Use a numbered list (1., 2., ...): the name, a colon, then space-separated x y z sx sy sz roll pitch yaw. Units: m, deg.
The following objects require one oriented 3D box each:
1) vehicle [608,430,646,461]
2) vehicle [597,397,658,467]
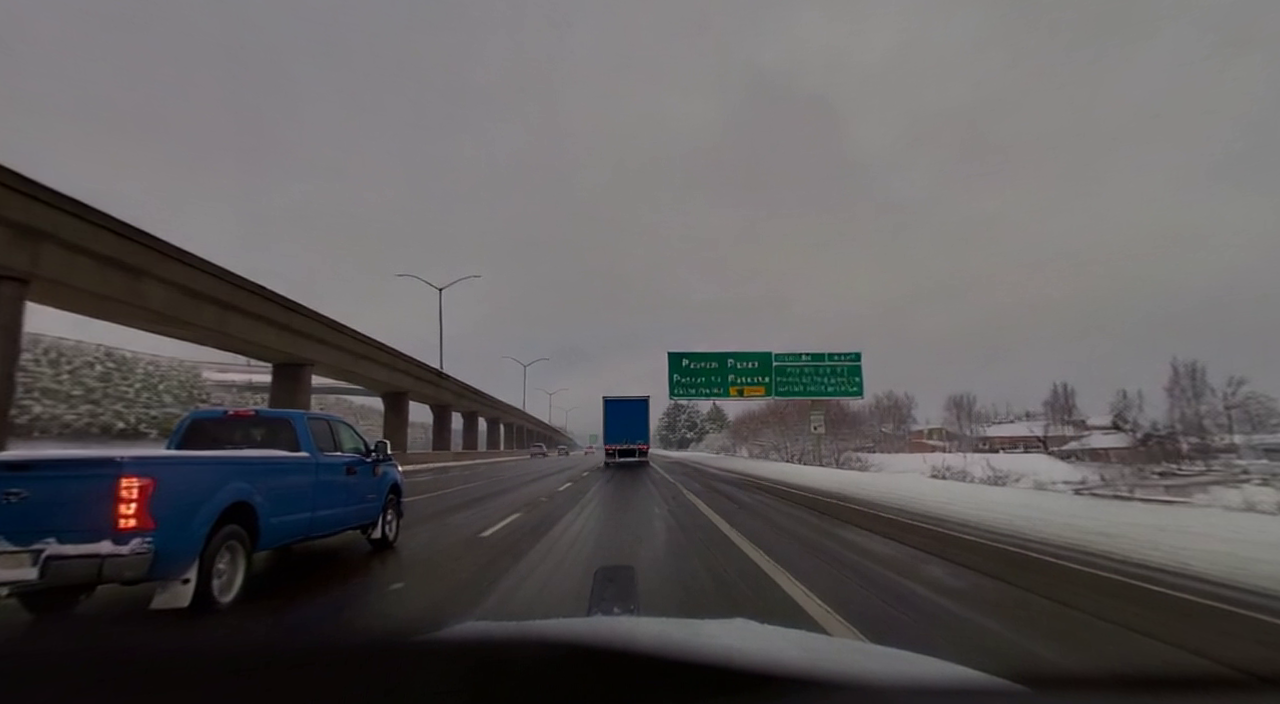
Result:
1. vehicle: -0.731 5.385 36.520 2.052 1.666 4.358 0 -8 -1
2. vehicle: -0.620 5.126 39.547 3.233 3.678 11.032 1 -9 1
